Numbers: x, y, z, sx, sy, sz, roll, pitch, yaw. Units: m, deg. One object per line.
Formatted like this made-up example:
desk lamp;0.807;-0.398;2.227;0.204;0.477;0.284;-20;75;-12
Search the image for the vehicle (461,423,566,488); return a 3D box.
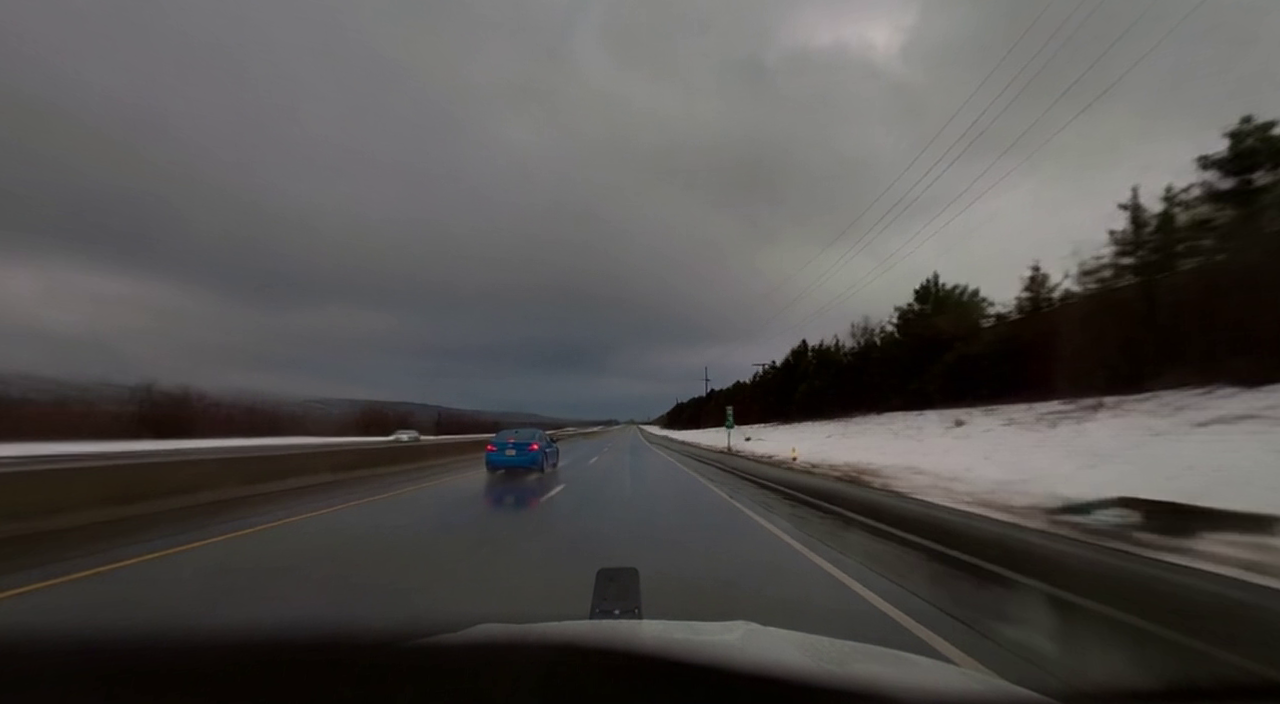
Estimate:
vehicle;-3.274;2.759;17.108;1.999;1.536;3.969;0;-8;0
